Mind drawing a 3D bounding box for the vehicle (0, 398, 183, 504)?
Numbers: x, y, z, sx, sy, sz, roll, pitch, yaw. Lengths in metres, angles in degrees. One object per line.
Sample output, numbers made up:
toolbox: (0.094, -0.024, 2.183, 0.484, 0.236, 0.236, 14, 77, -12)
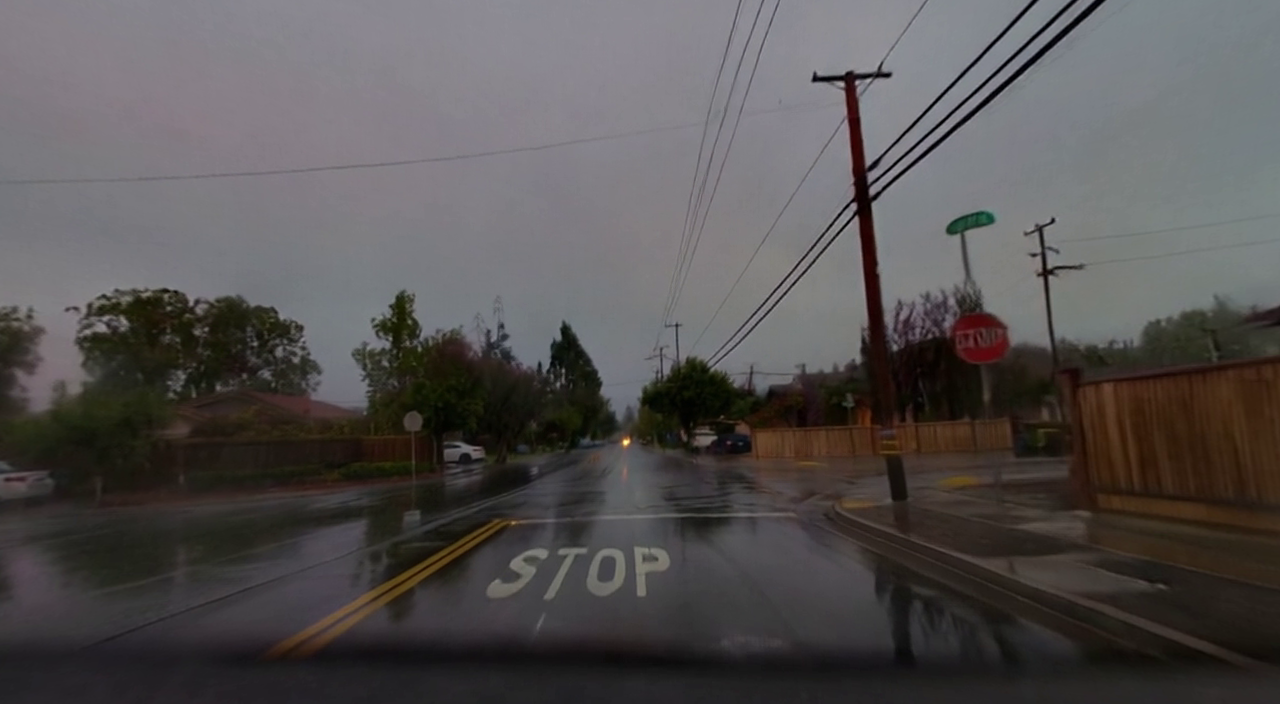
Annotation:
vehicle: (-20.076, 3.830, 23.457, 2.842, 3.181, 8.576, 6, -12, -22)
